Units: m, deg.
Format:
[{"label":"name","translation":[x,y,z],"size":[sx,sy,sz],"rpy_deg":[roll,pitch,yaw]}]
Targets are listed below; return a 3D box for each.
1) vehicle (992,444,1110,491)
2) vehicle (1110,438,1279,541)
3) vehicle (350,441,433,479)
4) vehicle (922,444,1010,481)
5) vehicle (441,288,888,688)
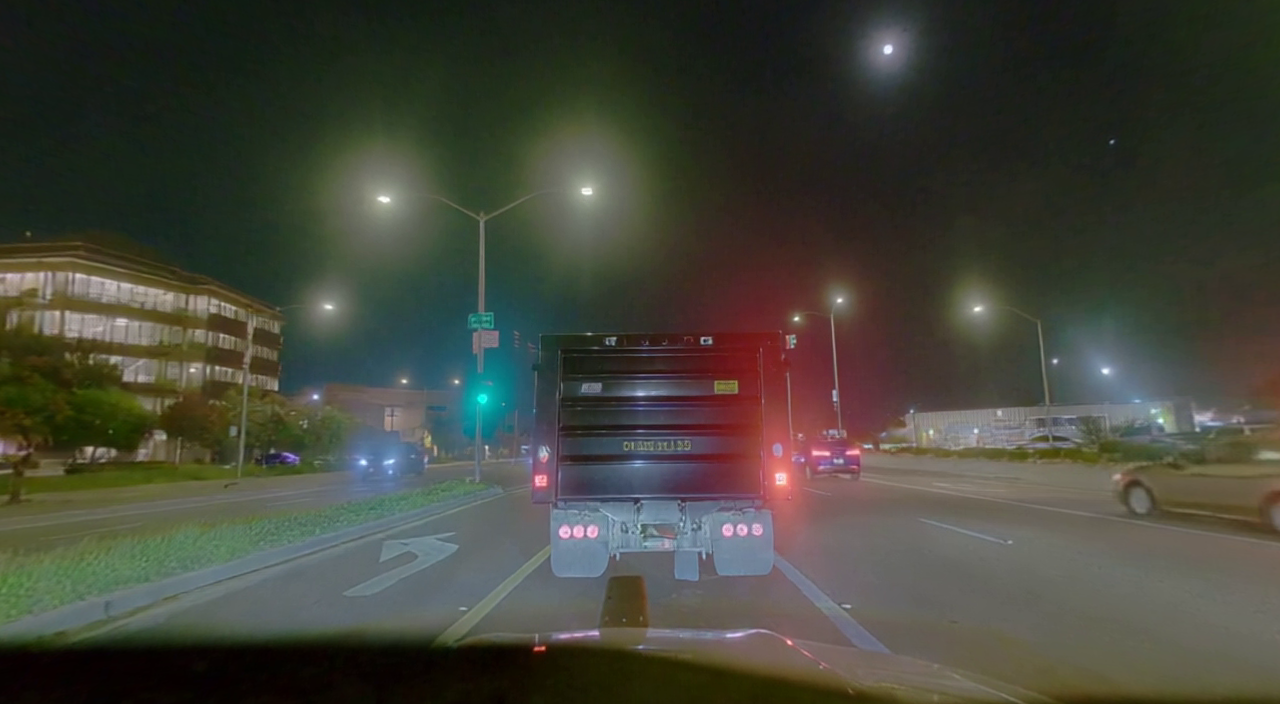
[{"label":"vehicle","translation":[14.326,4.008,22.248],"size":[1.702,1.475,3.670],"rpy_deg":[-1,-8,1]},{"label":"vehicle","translation":[10.200,2.157,10.320],"size":[1.907,1.465,4.077],"rpy_deg":[-1,-8,2]},{"label":"vehicle","translation":[-14.009,6.107,36.061],"size":[2.218,1.926,5.753],"rpy_deg":[-1,-8,2]},{"label":"vehicle","translation":[14.193,4.802,27.743],"size":[1.777,1.488,4.081],"rpy_deg":[-1,-8,1]},{"label":"vehicle","translation":[0.288,1.300,7.378],"size":[2.650,2.391,7.008],"rpy_deg":[-1,-8,3]}]
